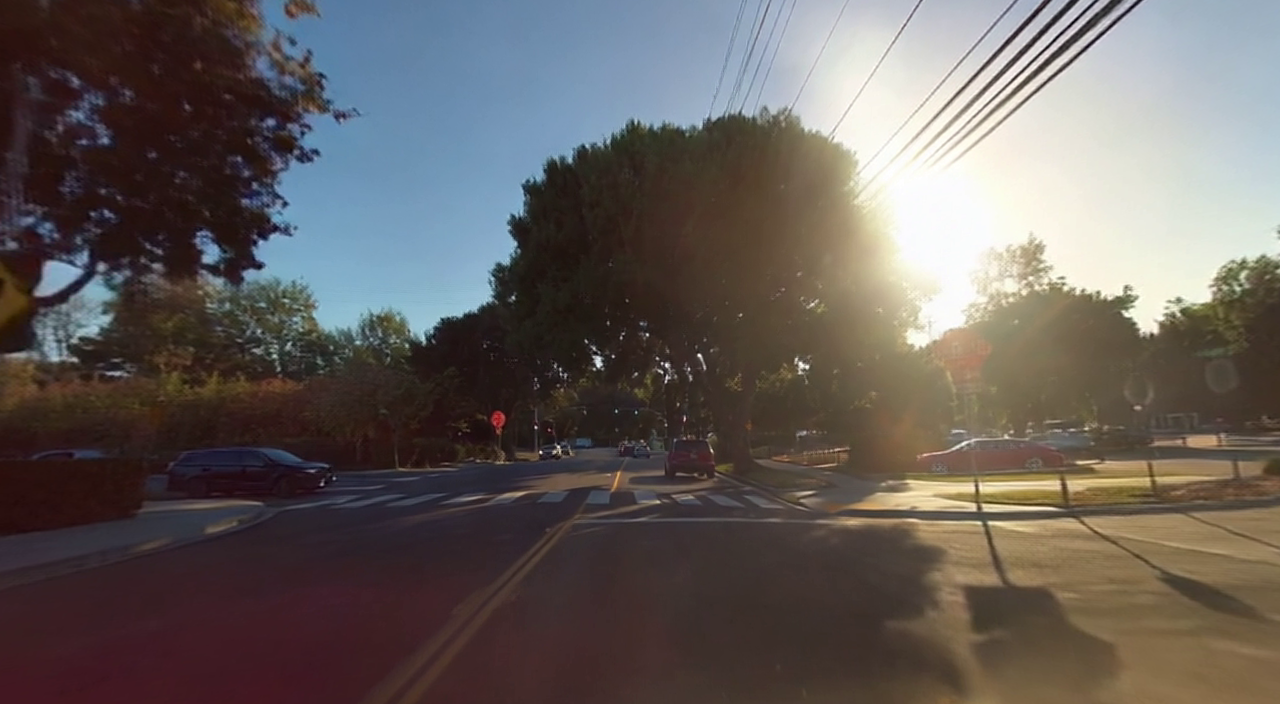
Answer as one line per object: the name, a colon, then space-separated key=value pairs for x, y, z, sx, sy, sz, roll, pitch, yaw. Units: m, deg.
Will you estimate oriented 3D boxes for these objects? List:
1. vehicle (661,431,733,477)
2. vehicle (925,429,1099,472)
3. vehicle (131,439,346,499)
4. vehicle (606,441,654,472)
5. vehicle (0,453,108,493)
vehicle: x=2.455 y=4.643 z=28.993 sx=2.553 sy=1.868 sz=5.536 roll=0 pitch=-9 yaw=-2
vehicle: x=13.037 y=3.485 z=22.396 sx=4.872 sy=1.400 sz=1.955 roll=-1 pitch=-9 yaw=3
vehicle: x=-13.826 y=4.052 z=22.147 sx=5.866 sy=1.904 sz=2.197 roll=1 pitch=-9 yaw=-6
vehicle: x=-0.569 y=5.200 z=31.575 sx=1.874 sy=1.427 sz=3.976 roll=1 pitch=-9 yaw=-8
vehicle: x=-29.241 y=5.924 z=31.225 sx=2.085 sy=1.763 sz=4.658 roll=1 pitch=-9 yaw=-6
